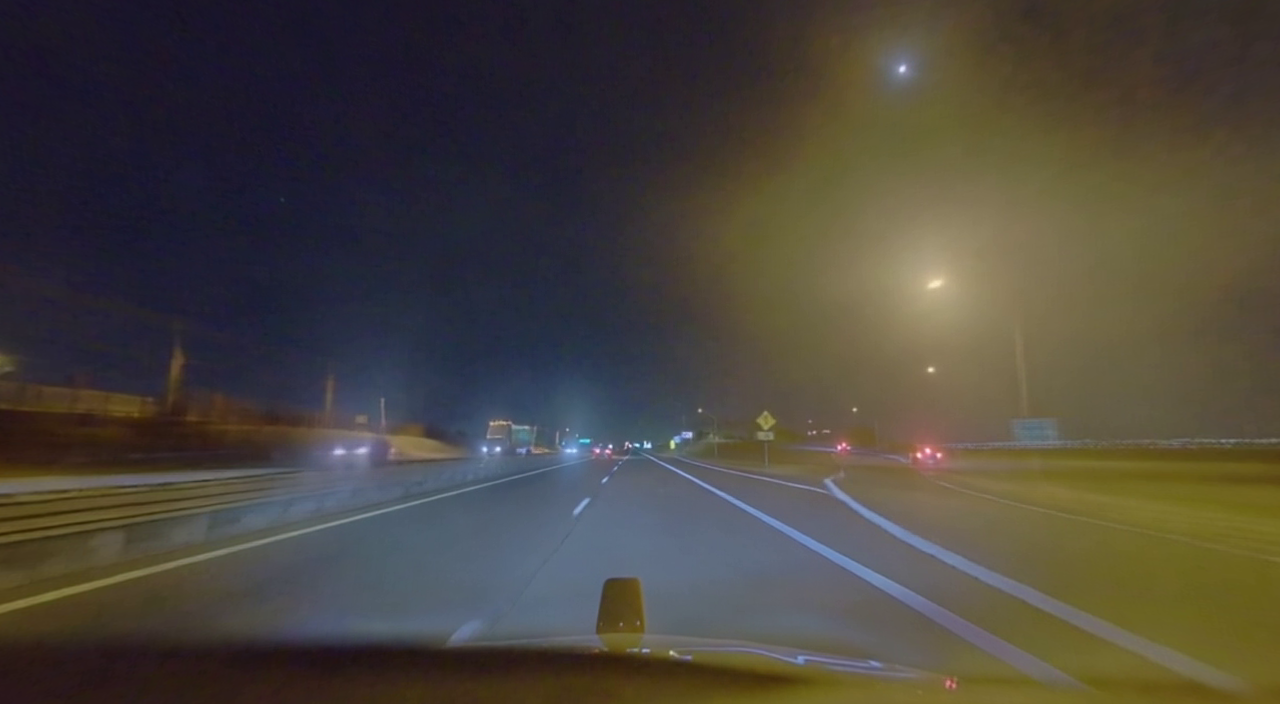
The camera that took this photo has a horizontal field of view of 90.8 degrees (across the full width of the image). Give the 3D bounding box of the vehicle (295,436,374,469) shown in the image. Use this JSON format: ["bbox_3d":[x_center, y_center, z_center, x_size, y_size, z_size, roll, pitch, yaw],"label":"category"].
[{"bbox_3d":[-15.441,5.119,32.163,1.848,1.517,4.275,0,-9,0],"label":"vehicle"}]
